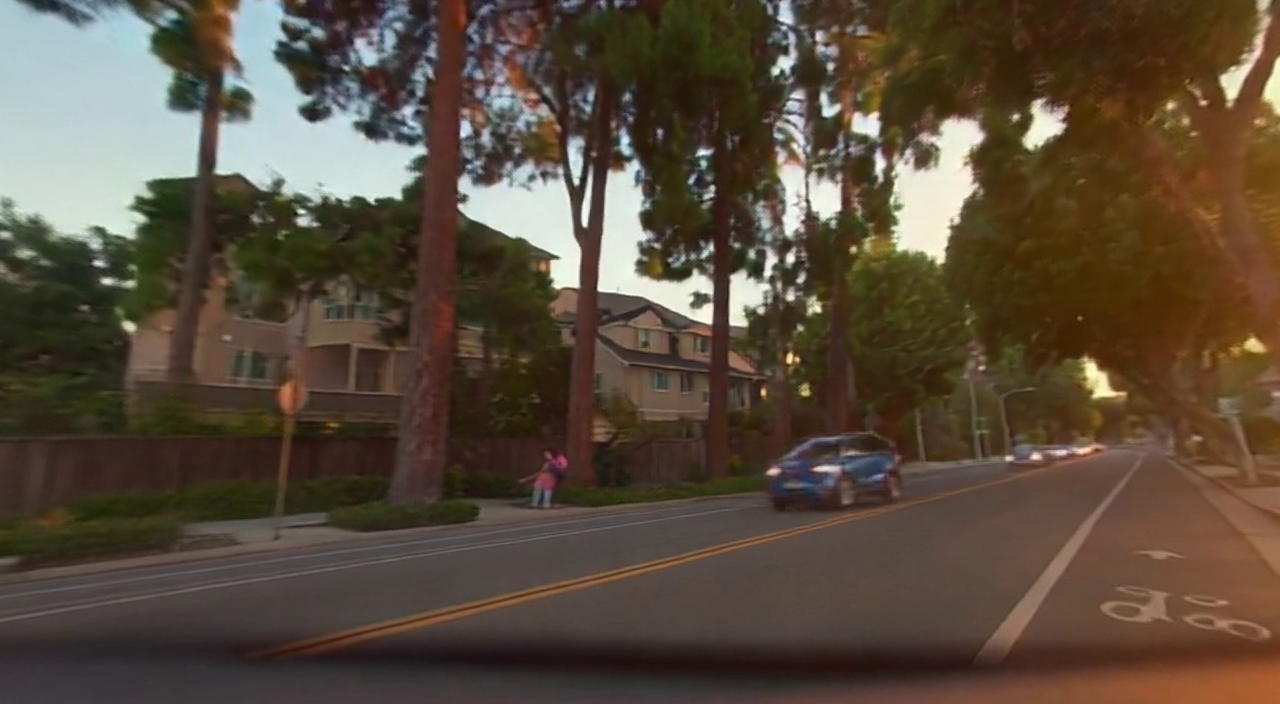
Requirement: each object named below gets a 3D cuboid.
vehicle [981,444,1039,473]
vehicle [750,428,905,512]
[{"bbox_3d":[20.227,5.763,34.374,1.906,1.498,4.222,-8,-11,40],"label":"vehicle"},{"bbox_3d":[4.954,2.954,16.275,2.089,1.835,4.528,-8,-11,39],"label":"vehicle"}]
